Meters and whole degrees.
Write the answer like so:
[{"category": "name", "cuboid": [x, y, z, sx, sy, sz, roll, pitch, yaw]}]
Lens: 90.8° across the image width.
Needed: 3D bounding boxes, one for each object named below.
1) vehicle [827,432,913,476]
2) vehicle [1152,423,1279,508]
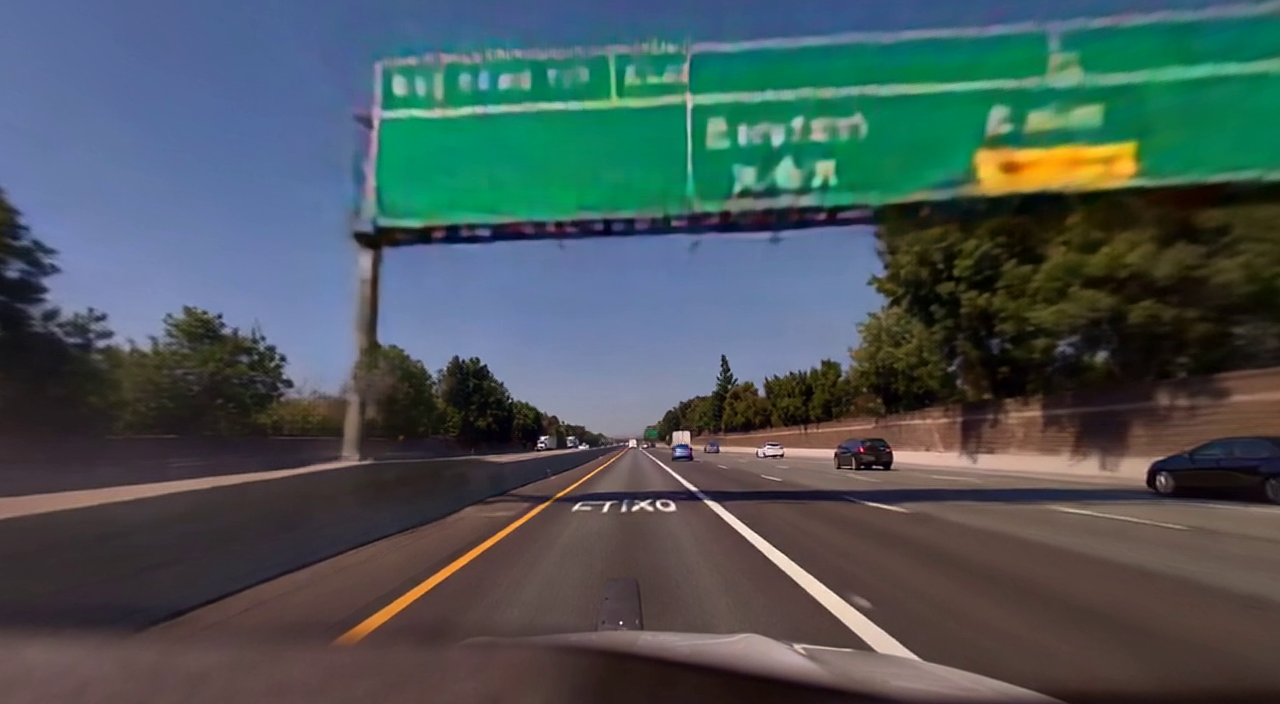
[{"category": "vehicle", "cuboid": [10.265, 4.581, 28.605, 2.098, 1.820, 4.505, 0, -9, -1]}, {"category": "vehicle", "cuboid": [14.110, 2.466, 13.875, 1.957, 1.709, 4.387, 0, -9, -1]}]
